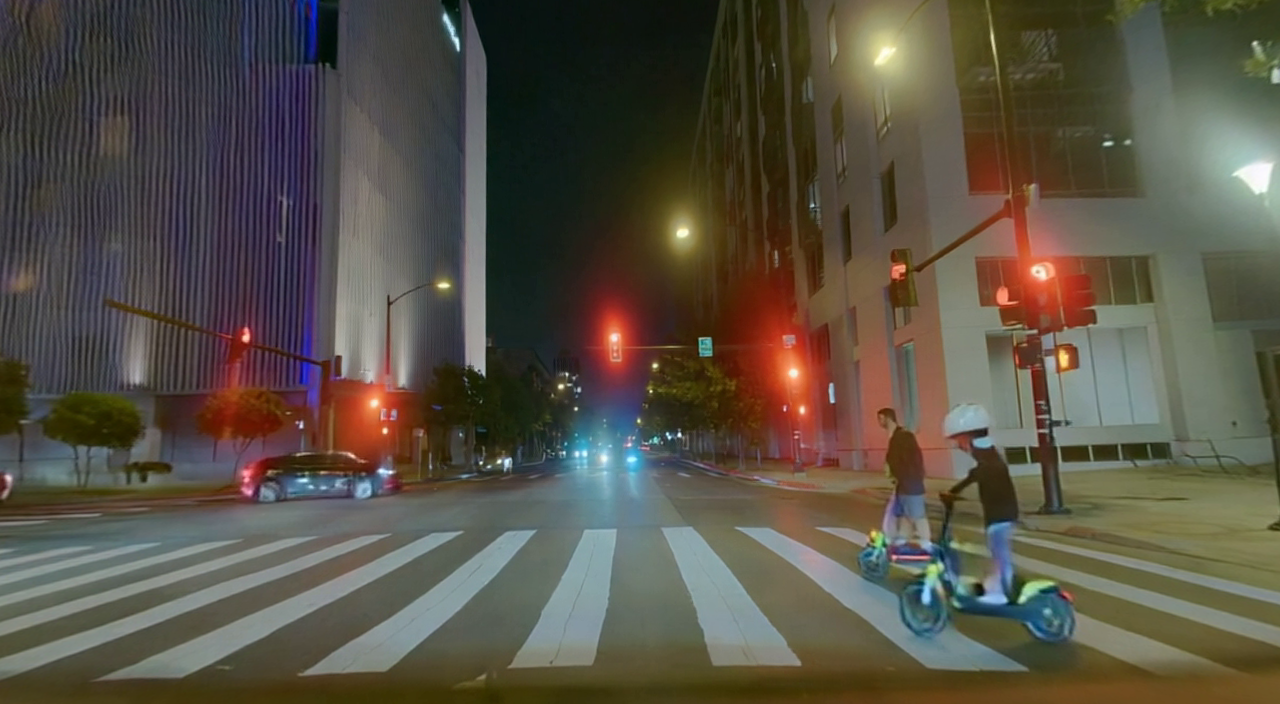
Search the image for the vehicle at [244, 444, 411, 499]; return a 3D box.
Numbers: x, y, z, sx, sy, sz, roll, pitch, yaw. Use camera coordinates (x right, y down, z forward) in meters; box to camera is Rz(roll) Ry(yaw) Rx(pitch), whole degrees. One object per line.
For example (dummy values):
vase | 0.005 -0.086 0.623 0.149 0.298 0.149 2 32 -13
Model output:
vehicle | -10.153 3.868 20.895 4.641 1.616 2.051 3 -9 -23
